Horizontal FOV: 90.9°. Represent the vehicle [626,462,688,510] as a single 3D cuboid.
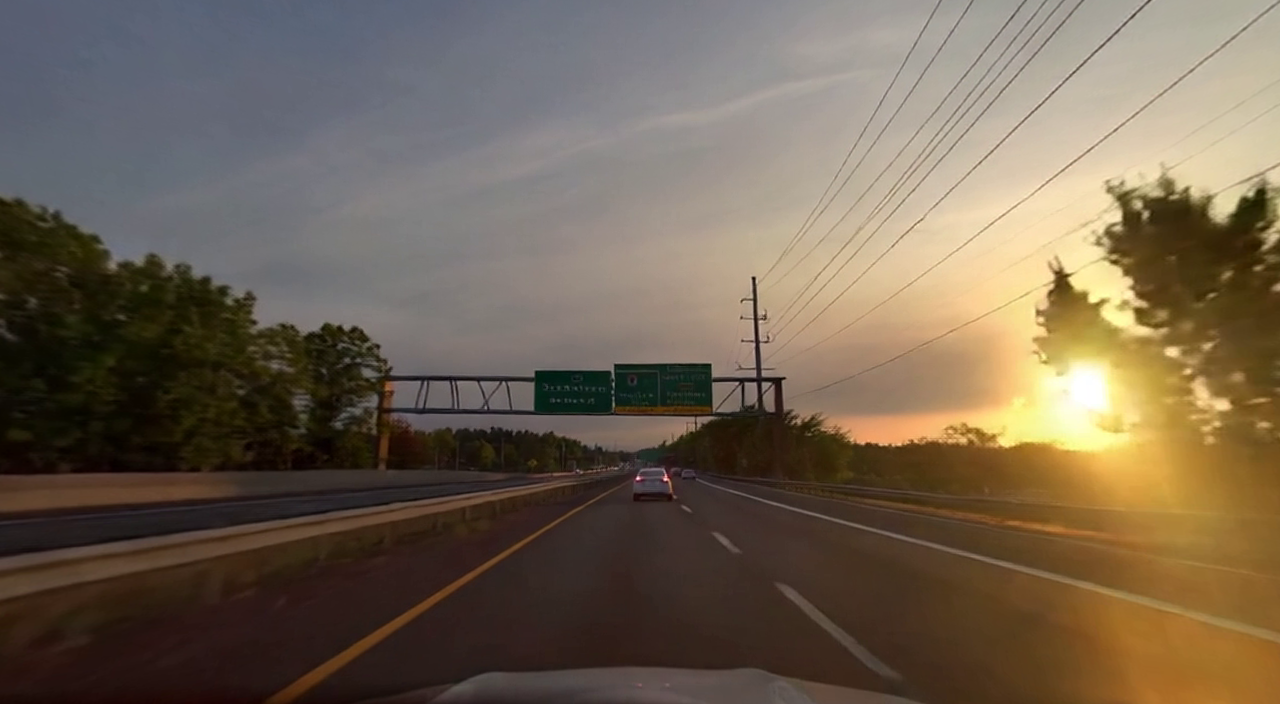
[{"bbox_3d":[0.552,4.647,22.078,1.987,1.480,3.786,1,-11,0],"label":"vehicle"}]
